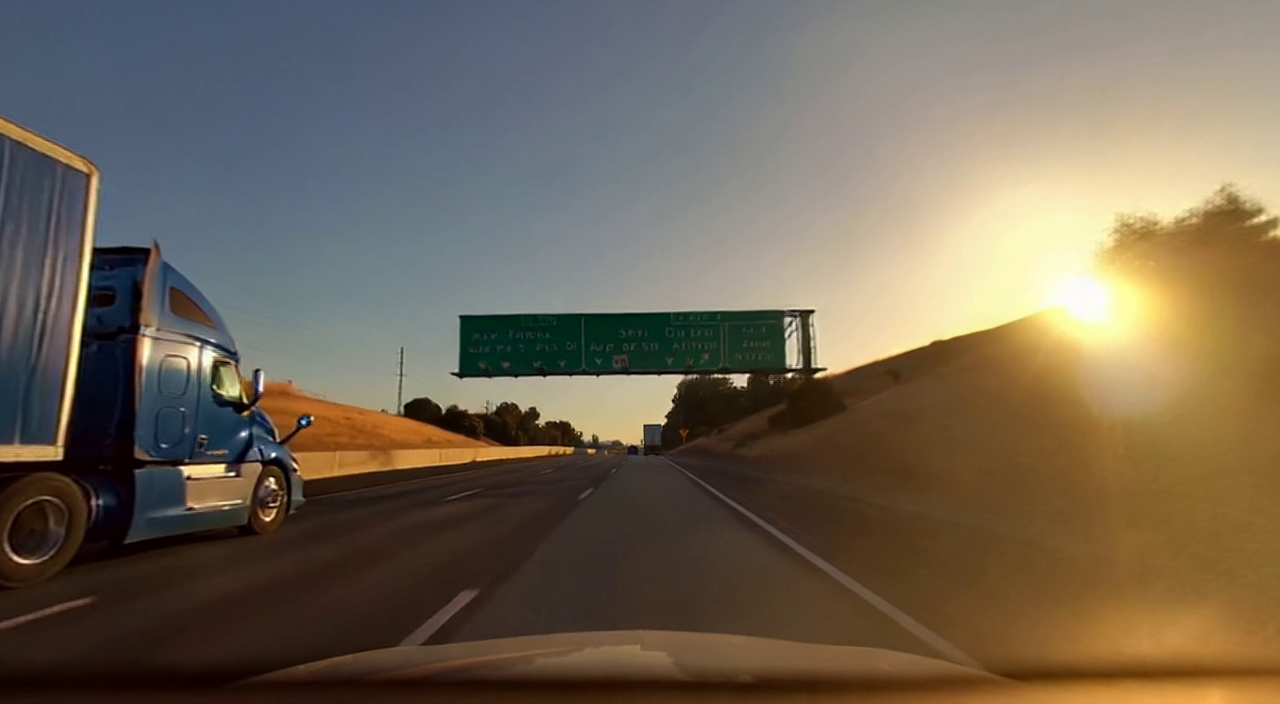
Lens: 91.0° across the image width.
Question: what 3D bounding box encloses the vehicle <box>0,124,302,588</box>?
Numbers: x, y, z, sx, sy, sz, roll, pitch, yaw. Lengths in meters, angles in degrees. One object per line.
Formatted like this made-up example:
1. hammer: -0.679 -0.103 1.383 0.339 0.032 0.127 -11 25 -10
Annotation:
1. vehicle: -7.007 0.032 5.460 2.996 3.947 8.600 0 -9 2
